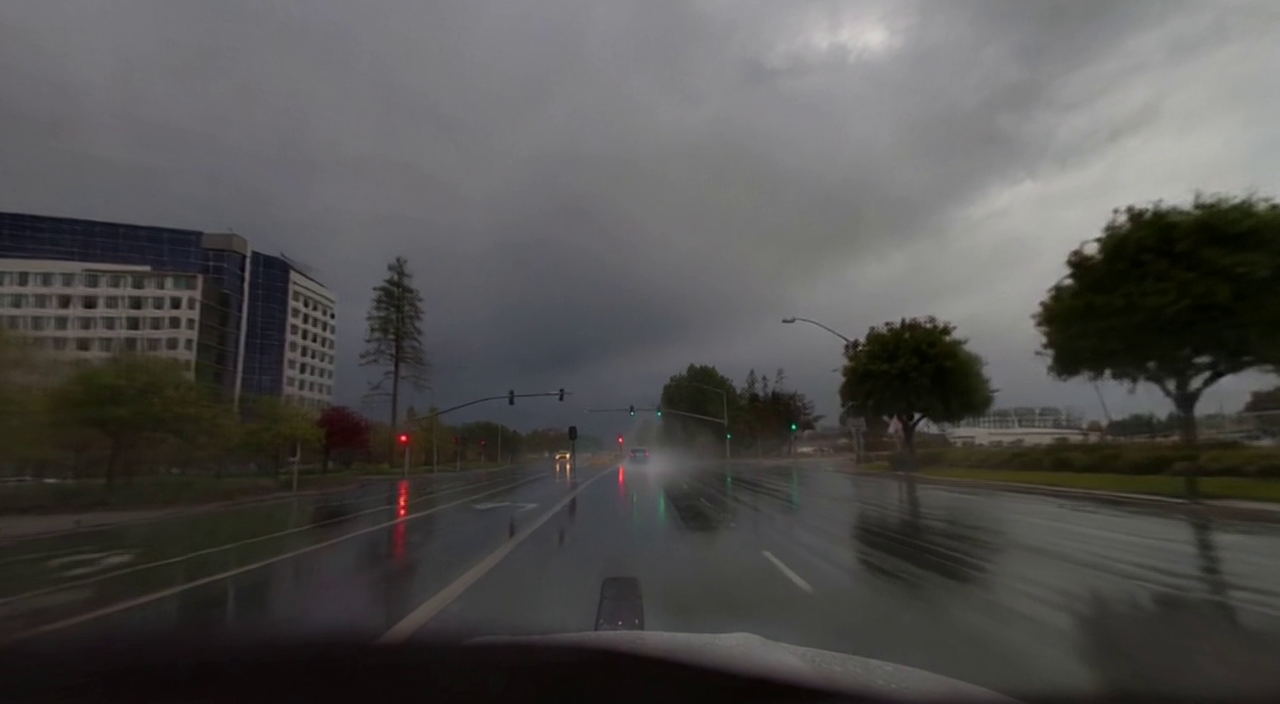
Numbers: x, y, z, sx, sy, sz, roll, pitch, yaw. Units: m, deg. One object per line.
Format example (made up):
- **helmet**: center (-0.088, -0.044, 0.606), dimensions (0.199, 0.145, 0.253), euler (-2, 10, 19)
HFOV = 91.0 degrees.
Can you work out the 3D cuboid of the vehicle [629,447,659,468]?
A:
- **vehicle**: center (0.295, 7.542, 45.167), dimensions (2.064, 1.477, 3.968), euler (0, -9, 1)
